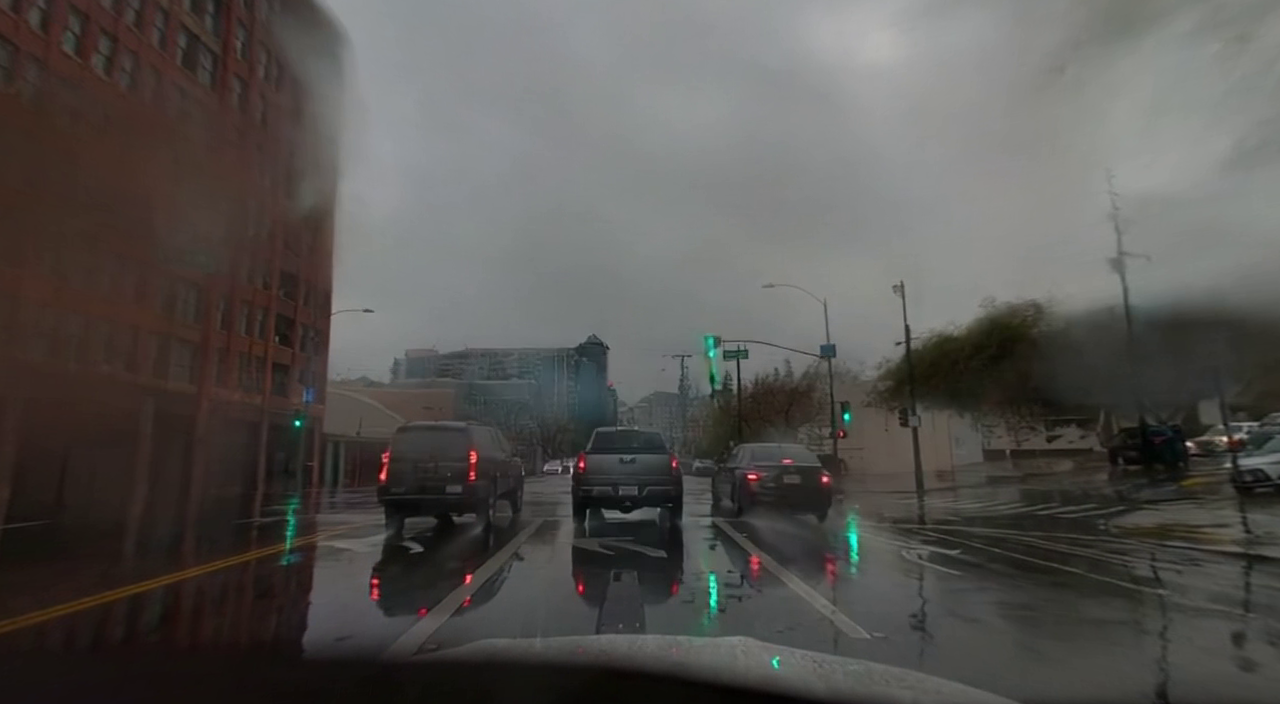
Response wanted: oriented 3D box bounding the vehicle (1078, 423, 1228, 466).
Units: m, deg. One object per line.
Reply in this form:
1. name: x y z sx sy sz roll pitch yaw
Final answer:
1. vehicle: 20.822 3.784 25.782 4.355 1.663 1.948 0 -8 0

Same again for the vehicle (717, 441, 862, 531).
1. vehicle: 2.741 2.539 12.597 1.852 1.462 4.155 0 -8 0

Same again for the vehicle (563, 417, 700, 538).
1. vehicle: -0.183 2.265 12.045 2.105 1.842 4.537 0 -8 -1

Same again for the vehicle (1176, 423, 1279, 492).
1. vehicle: 17.356 2.829 16.816 4.547 1.720 1.624 0 -12 -1

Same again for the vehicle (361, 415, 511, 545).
1. vehicle: -3.352 2.142 11.233 1.855 1.812 4.244 1 -9 -9
